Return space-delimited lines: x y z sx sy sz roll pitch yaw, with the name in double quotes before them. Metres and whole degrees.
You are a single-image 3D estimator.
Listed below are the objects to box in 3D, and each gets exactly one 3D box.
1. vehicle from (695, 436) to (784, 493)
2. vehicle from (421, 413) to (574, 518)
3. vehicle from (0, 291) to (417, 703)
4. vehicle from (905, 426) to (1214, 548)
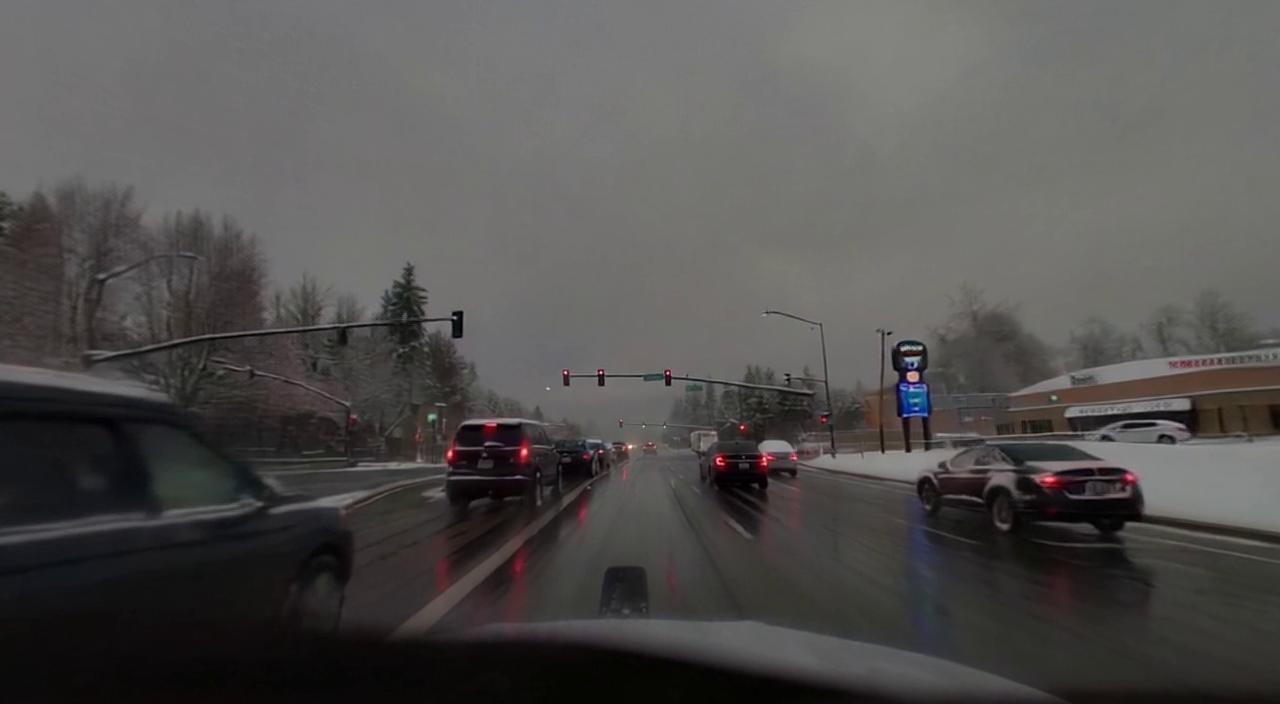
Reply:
"vehicle" 2.858 3.345 19.131 2.004 1.512 4.206 0 -9 0
"vehicle" -2.711 2.299 13.202 2.117 1.799 4.442 0 -9 0
"vehicle" -2.863 0.846 2.735 2.141 1.719 4.379 0 -9 1
"vehicle" 6.378 2.092 10.492 1.881 1.540 4.750 0 -9 0
